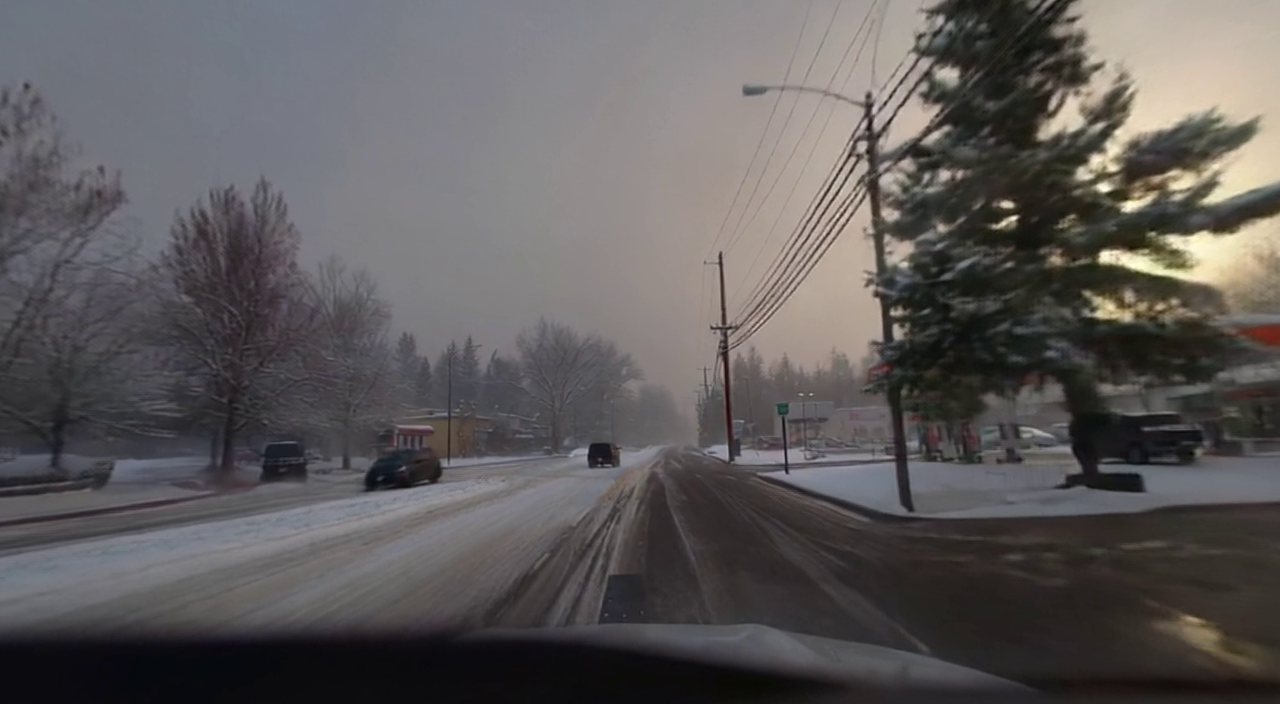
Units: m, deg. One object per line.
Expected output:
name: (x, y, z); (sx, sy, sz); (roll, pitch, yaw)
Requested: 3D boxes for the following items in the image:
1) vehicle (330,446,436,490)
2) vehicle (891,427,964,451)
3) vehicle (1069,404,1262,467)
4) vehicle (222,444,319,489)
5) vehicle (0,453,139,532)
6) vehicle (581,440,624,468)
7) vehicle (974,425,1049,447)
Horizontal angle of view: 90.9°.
vehicle: (-9.881, 4.475, 24.770); (2.021, 1.480, 4.800); (-1, -8, 2)
vehicle: (21.370, 6.538, 47.149); (1.908, 1.474, 4.885); (0, -10, -22)
vehicle: (18.660, 2.993, 22.798); (2.020, 1.972, 4.983); (2, -7, -15)
vehicle: (-19.515, 5.954, 33.209); (5.575, 2.142, 1.996); (-6, -10, 33)
vehicle: (-13.864, 3.008, 13.706); (2.091, 1.538, 4.451); (-1, -8, 4)
vehicle: (-2.122, 5.885, 36.569); (2.073, 1.525, 3.968); (-1, -8, 2)
vehicle: (27.276, 6.247, 46.483); (1.901, 1.509, 4.610); (2, -9, -15)
